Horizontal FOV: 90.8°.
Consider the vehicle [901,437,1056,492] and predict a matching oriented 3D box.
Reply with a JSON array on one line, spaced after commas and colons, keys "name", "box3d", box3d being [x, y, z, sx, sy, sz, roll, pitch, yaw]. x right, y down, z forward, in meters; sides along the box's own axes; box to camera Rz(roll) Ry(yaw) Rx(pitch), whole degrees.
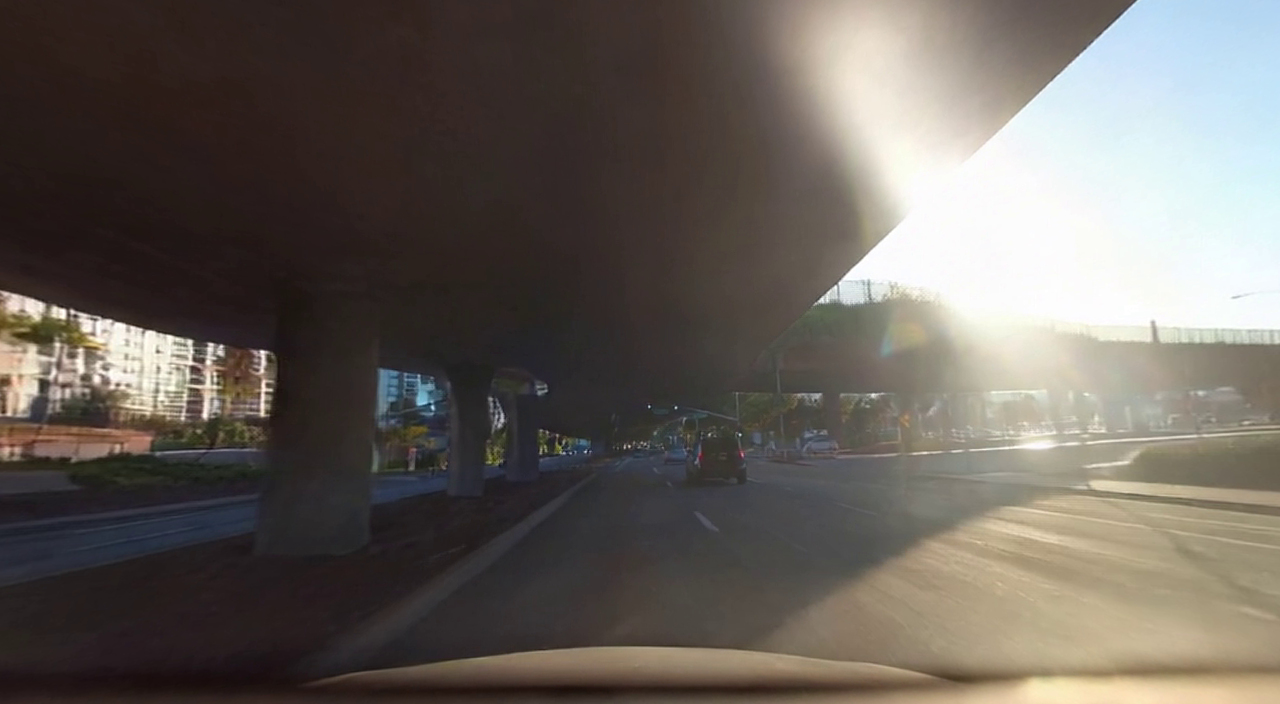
[{"name": "vehicle", "box3d": [10.159, 3.420, 19.558, 1.989, 1.472, 5.054, 0, -9, 0]}]

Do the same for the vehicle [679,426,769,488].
[{"name": "vehicle", "box3d": [2.957, 3.885, 23.668, 2.559, 2.017, 5.562, 0, -9, 0]}]

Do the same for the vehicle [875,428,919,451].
[{"name": "vehicle", "box3d": [19.370, 6.611, 47.522, 2.100, 1.626, 4.450, -6, -10, 33]}]
